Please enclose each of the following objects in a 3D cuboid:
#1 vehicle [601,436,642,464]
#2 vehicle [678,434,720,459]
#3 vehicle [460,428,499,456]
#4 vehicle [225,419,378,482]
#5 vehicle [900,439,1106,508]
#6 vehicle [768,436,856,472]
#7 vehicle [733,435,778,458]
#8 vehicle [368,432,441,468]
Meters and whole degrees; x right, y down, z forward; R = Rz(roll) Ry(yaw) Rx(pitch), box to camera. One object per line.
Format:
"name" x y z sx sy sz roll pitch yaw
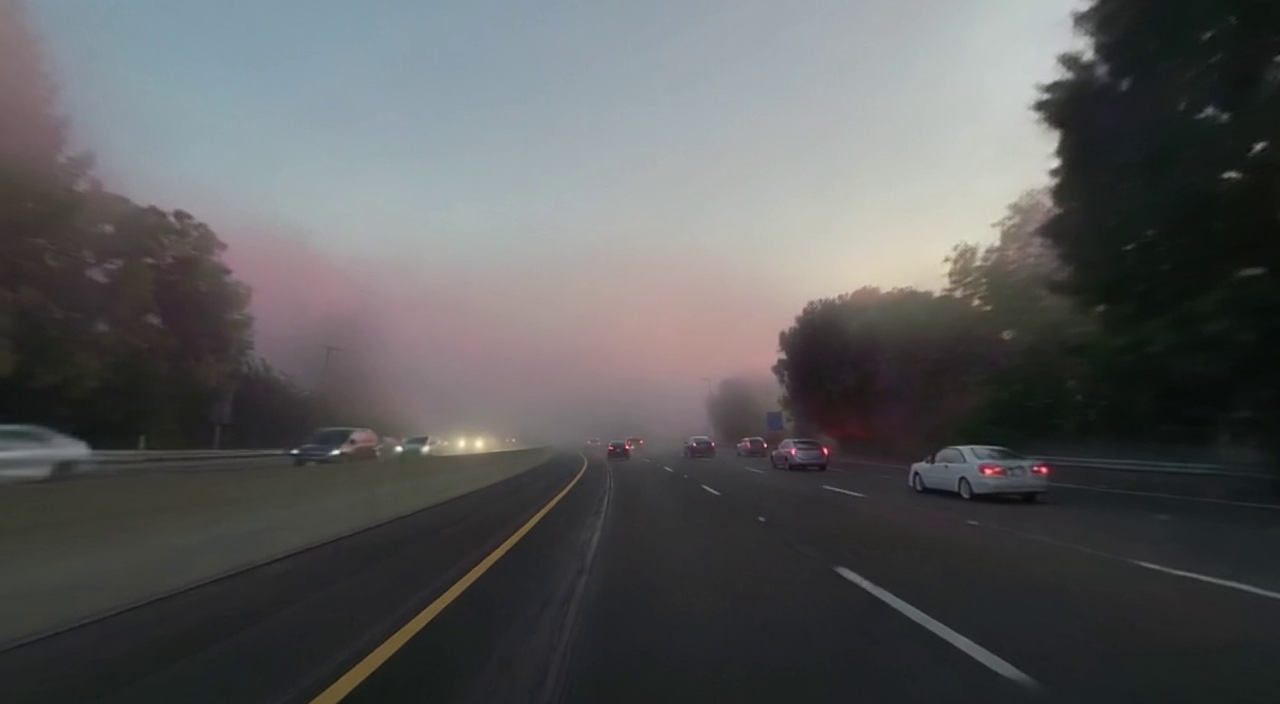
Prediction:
"vehicle" -1.130 5.604 36.314 2.090 1.510 4.280 1 -8 -4
"vehicle" 4.009 6.509 43.612 2.094 1.652 3.955 1 -8 -6
"vehicle" -11.915 6.730 47.218 2.064 1.918 4.078 1 -8 -4
"vehicle" -10.048 2.979 19.292 2.174 1.654 4.680 1 -8 -2
"vehicle" 8.288 2.788 15.029 2.042 1.390 4.386 1 -8 -4
"vehicle" 7.671 4.619 28.755 2.196 1.494 4.735 1 -8 -7
"vehicle" 8.733 7.207 48.254 2.056 1.609 4.761 1 -8 -6
"vehicle" -10.434 4.391 28.380 1.844 1.451 4.488 1 -8 -4
